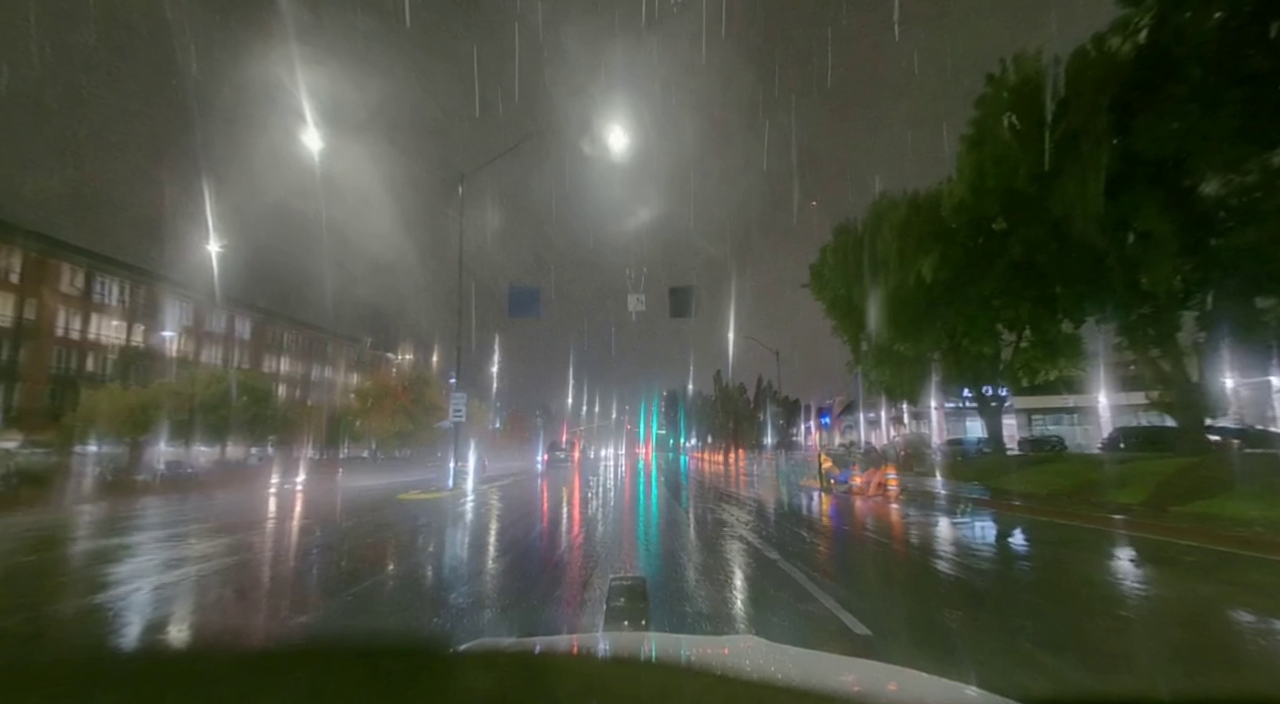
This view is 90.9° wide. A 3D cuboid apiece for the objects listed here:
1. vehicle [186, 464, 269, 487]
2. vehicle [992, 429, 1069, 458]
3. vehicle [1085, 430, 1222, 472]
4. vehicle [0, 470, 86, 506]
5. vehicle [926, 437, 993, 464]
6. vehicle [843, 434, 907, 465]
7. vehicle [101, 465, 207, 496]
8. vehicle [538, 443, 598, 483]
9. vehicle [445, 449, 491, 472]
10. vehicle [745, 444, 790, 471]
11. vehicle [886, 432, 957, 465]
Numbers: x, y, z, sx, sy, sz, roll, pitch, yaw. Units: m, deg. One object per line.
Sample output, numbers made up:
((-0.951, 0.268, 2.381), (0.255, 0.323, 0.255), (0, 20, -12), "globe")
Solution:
((-30.196, 9.011, 46.233), (4.708, 1.457, 1.821), (8, -12, -43), "vehicle")
((25.868, 6.137, 42.026), (2.043, 1.803, 4.774), (-1, -9, 0), "vehicle")
((21.974, 4.255, 27.277), (1.984, 1.643, 4.772), (0, -8, 2), "vehicle")
((-30.527, 6.796, 31.418), (1.862, 1.428, 4.160), (-12, -11, 44), "vehicle")
((18.320, 5.690, 36.332), (1.881, 1.443, 3.882), (-1, -9, 2), "vehicle")
((13.636, 5.694, 36.855), (1.916, 1.683, 4.516), (0, -9, 0), "vehicle")
((-30.125, 7.964, 39.184), (5.077, 1.411, 1.808), (3, -11, -39), "vehicle")
((-2.809, 4.433, 25.467), (1.926, 1.442, 4.231), (0, -9, 0), "vehicle")
((-11.919, 7.506, 43.839), (1.917, 1.495, 4.309), (0, -9, 1), "vehicle")
((7.493, 6.217, 37.436), (1.799, 1.399, 4.317), (-1, -8, 0), "vehicle")
((16.169, 5.578, 36.485), (1.984, 1.774, 4.406), (0, -9, -1), "vehicle")
